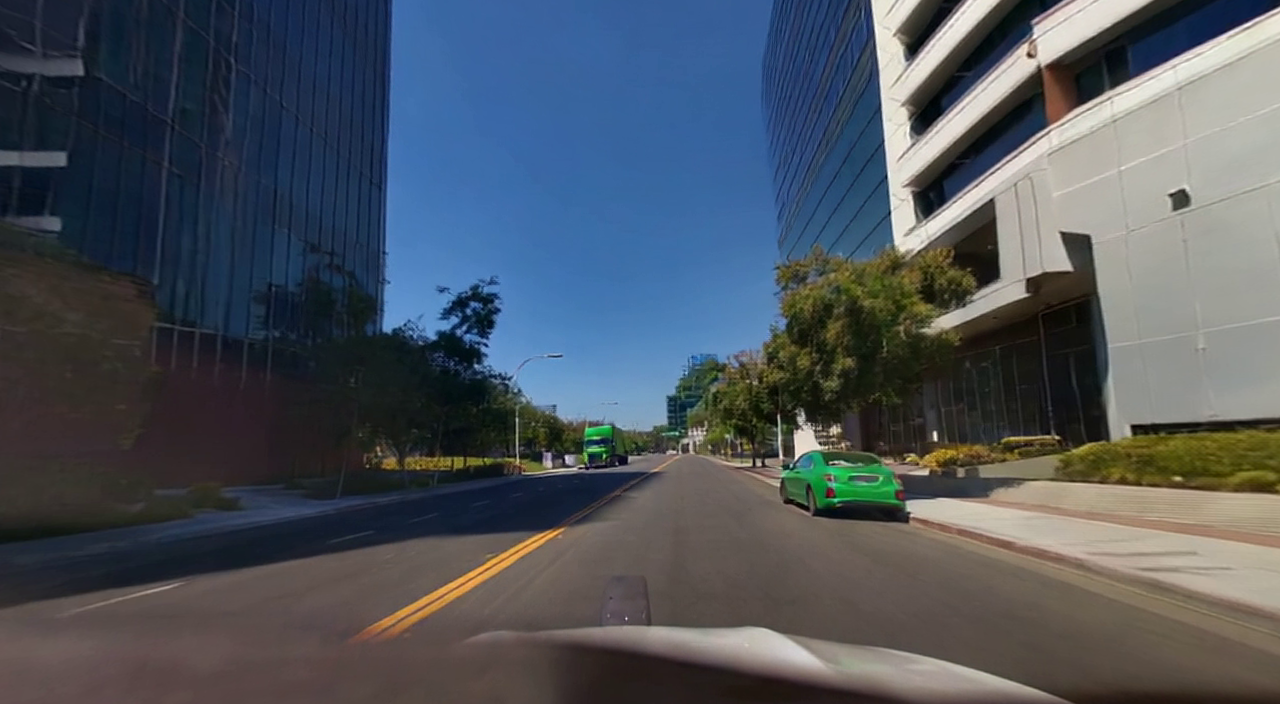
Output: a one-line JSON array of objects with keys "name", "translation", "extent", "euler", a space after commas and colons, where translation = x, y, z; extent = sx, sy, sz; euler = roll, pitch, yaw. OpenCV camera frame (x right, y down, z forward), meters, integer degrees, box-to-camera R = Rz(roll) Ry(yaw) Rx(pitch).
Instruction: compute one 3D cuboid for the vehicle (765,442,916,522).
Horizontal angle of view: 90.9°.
[{"name": "vehicle", "translation": [4.266, 2.827, 14.283], "extent": [2.098, 1.509, 4.389], "euler": [0, -9, 2]}]
